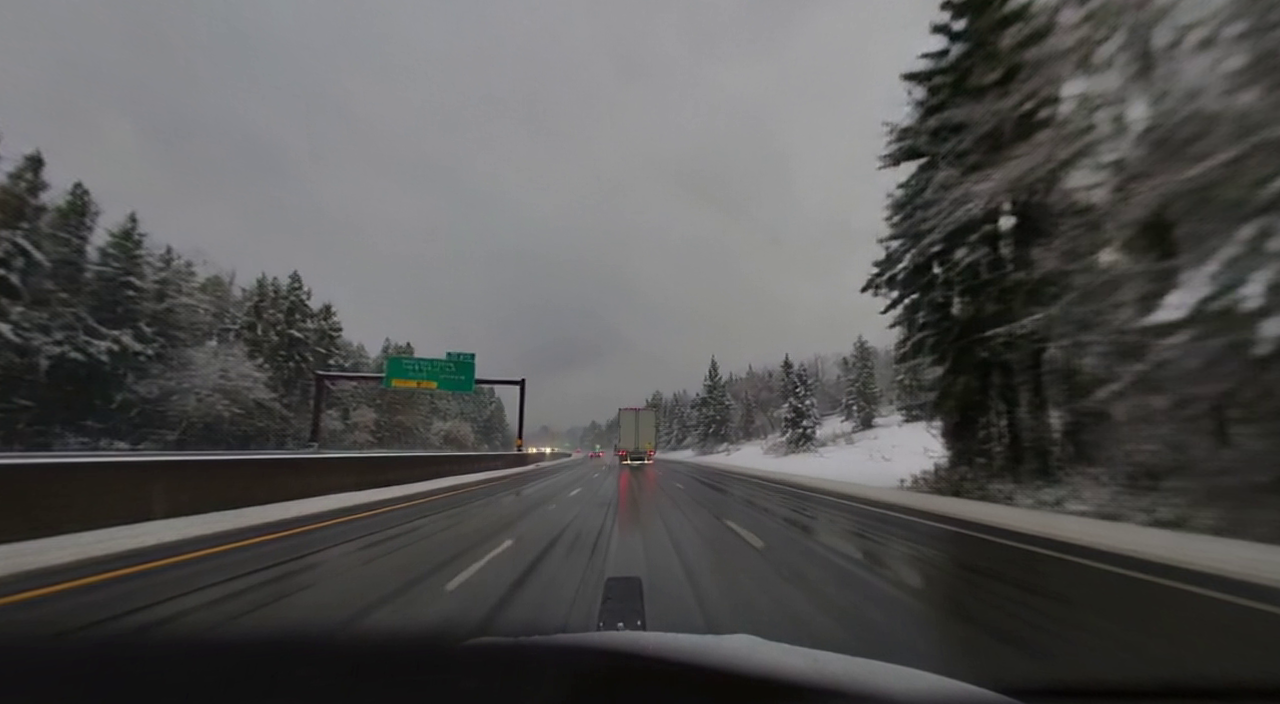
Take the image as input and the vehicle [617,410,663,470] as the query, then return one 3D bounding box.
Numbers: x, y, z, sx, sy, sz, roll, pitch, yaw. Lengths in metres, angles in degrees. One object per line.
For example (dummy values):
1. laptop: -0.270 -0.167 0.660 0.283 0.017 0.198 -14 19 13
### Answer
1. vehicle: -0.193 6.589 46.690 2.962 3.953 10.696 0 -9 -2
